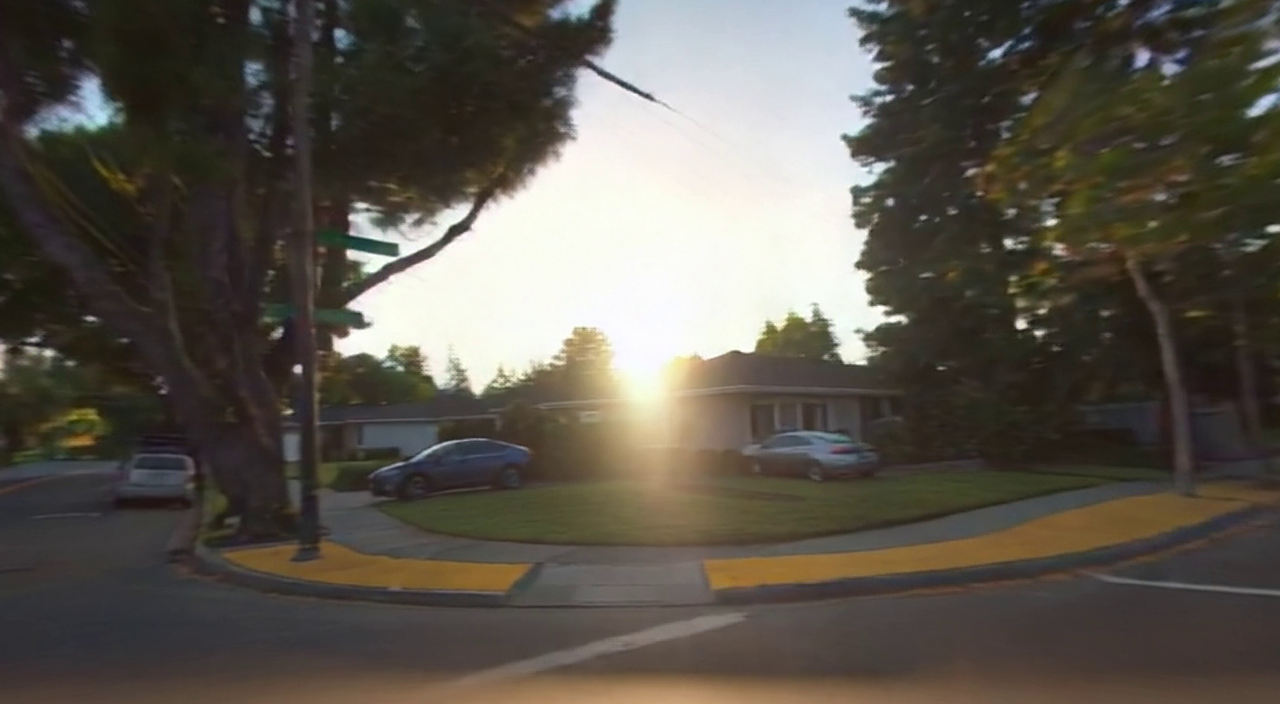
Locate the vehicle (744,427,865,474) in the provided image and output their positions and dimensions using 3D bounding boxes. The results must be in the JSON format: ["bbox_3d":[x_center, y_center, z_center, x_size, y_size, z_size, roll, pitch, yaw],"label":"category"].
[{"bbox_3d":[5.694,3.369,21.628,3.896,1.447,1.919,6,-9,-34],"label":"vehicle"}]

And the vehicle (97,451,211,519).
[{"bbox_3d":[-14.042,3.755,18.325,2.242,1.661,4.273,6,-10,-35],"label":"vehicle"}]

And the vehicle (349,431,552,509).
[{"bbox_3d":[-4.796,2.920,16.127,4.595,1.620,1.984,3,-9,-33],"label":"vehicle"}]
